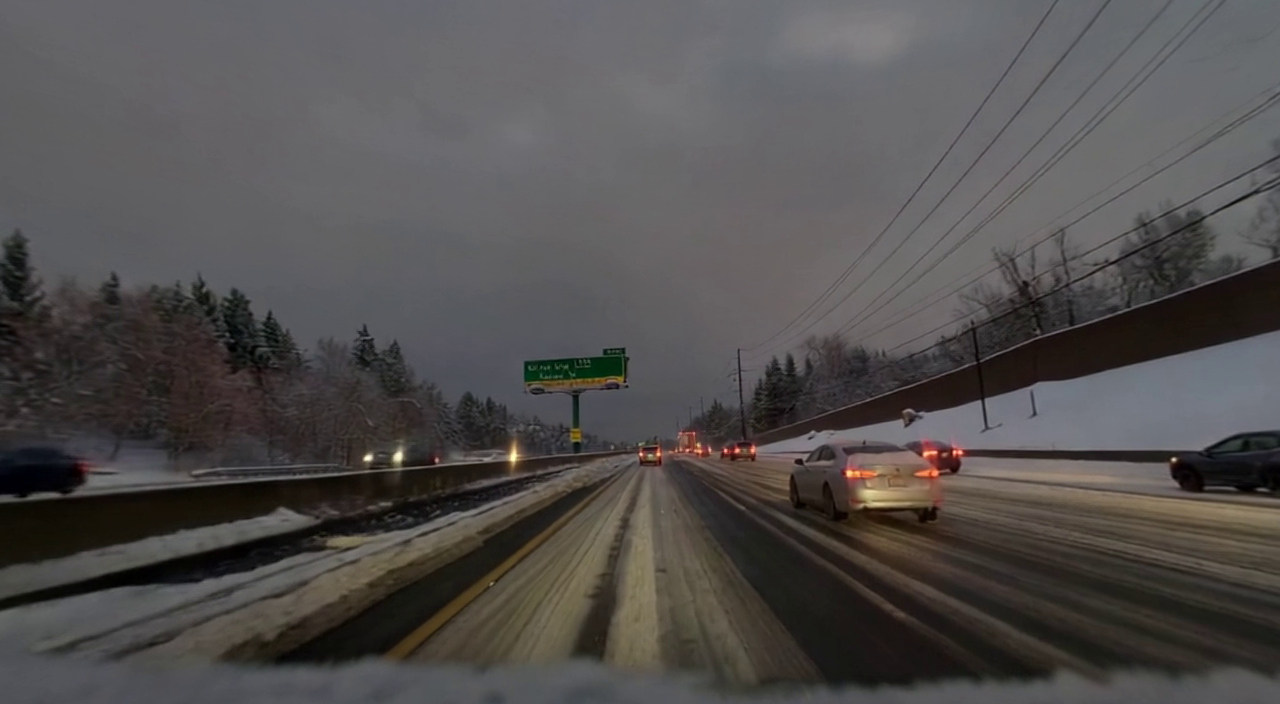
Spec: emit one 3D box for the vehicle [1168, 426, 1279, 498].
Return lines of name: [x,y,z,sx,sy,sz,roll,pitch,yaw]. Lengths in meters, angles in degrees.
vehicle: [15.910,2.674,15.452,1.932,1.660,4.583,0,-8,0]

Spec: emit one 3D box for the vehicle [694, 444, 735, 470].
vehicle: [4.351,6.195,37.370,1.936,1.465,4.060,0,-8,0]

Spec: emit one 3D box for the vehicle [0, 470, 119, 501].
vehicle: [-20.645,4.356,20.585,2.456,0.778,5.571,0,-8,2]

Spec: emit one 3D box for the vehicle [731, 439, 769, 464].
vehicle: [8.255,7.524,47.788,2.041,1.821,4.562,0,-8,0]

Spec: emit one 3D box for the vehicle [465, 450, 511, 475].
vehicle: [-9.974,7.255,41.689,1.854,1.471,4.412,0,-8,2]

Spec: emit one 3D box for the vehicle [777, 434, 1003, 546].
vehicle: [3.852,2.180,10.738,1.986,1.478,4.429,0,-8,0]

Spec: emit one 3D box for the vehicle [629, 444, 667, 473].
vehicle: [0.472,6.021,35.941,2.042,1.581,3.769,0,-8,1]

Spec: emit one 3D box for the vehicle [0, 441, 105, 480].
vehicle: [-20.673,3.560,20.903,1.767,1.188,4.702,0,-8,0]

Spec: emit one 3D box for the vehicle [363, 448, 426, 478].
vehicle: [-15.178,6.861,39.310,2.011,1.768,4.345,0,-8,3]
